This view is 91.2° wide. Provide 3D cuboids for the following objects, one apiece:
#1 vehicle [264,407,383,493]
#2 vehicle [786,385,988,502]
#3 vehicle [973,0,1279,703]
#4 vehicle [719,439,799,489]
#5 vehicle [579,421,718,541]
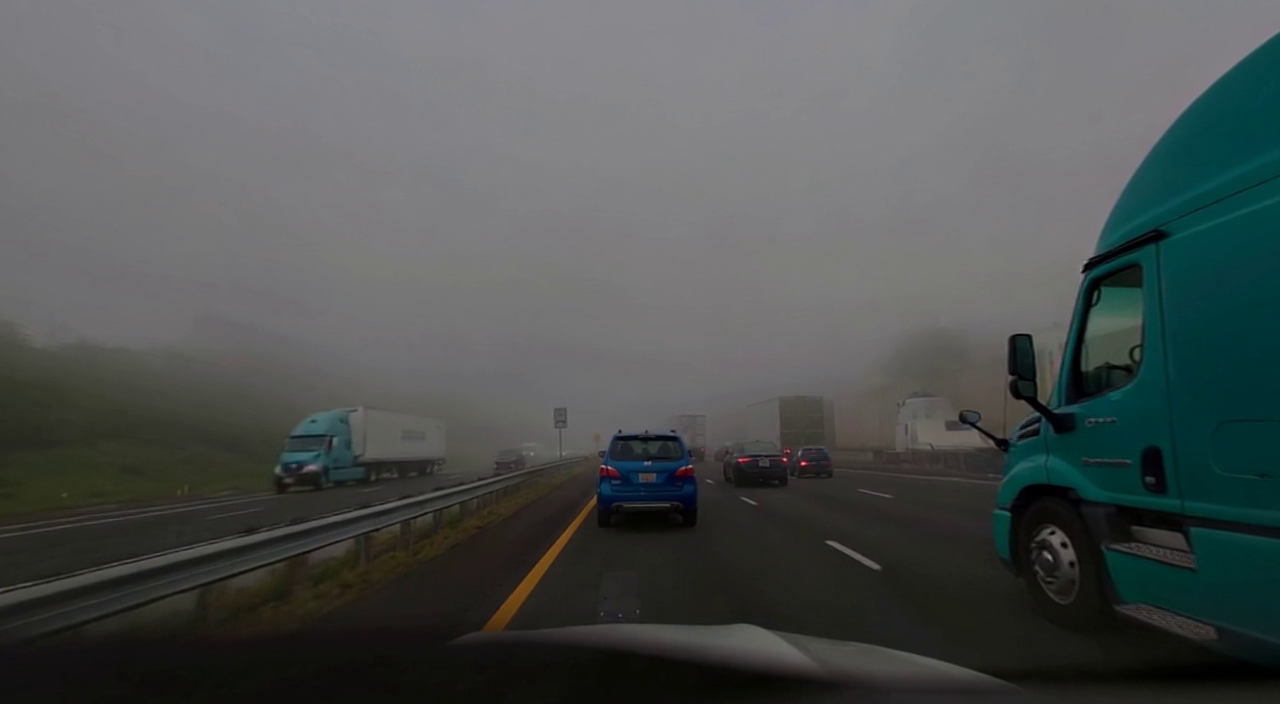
[{"bbox_3d":[-16.101,5.042,32.454,3.025,3.994,5.884,0,-9,-1],"label":"vehicle"},{"bbox_3d":[8.039,3.306,22.585,2.799,3.188,10.578,0,-9,-1],"label":"vehicle"},{"bbox_3d":[4.230,-0.177,1.890,2.987,3.877,5.881,0,-9,0],"label":"vehicle"},{"bbox_3d":[3.910,3.767,21.285,1.859,1.512,3.711,0,-9,-2],"label":"vehicle"},{"bbox_3d":[0.129,2.089,10.623,1.965,1.664,3.428,-1,-9,0],"label":"vehicle"}]
